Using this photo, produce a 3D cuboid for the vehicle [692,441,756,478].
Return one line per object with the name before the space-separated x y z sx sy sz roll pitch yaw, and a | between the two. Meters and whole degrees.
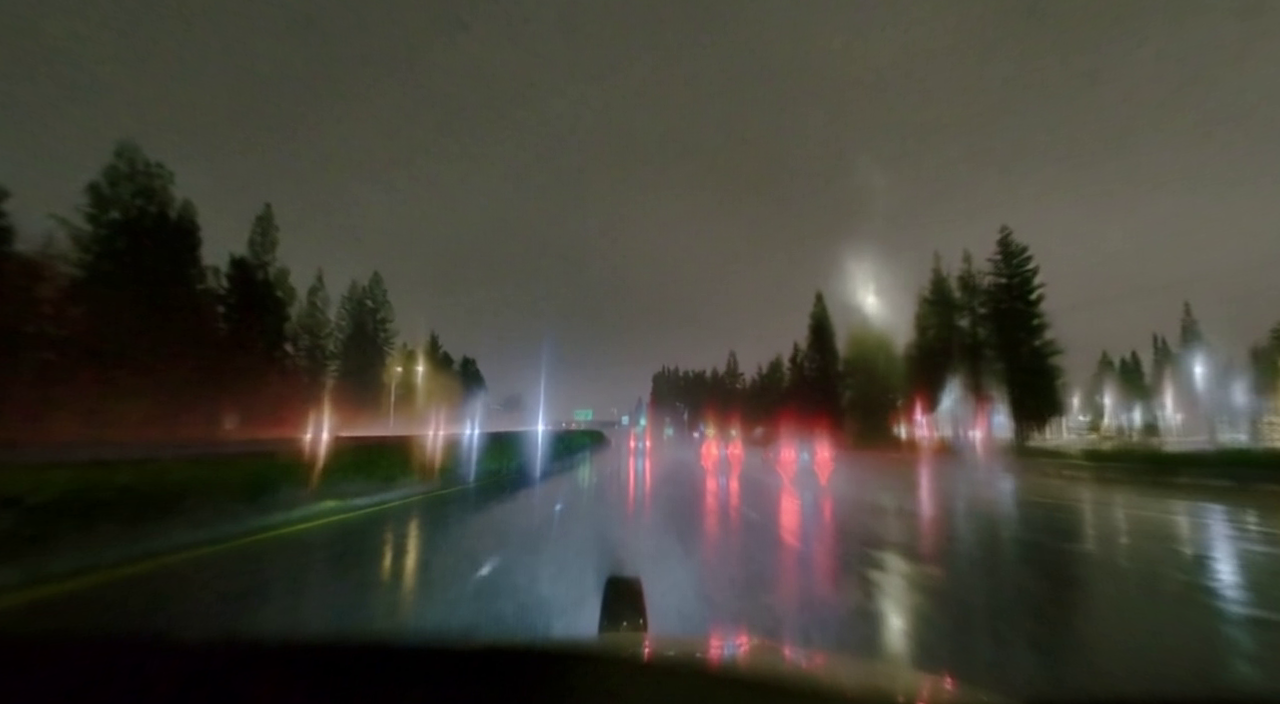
vehicle | 3.541 4.633 27.437 2.069 1.431 4.313 0 -8 -2
